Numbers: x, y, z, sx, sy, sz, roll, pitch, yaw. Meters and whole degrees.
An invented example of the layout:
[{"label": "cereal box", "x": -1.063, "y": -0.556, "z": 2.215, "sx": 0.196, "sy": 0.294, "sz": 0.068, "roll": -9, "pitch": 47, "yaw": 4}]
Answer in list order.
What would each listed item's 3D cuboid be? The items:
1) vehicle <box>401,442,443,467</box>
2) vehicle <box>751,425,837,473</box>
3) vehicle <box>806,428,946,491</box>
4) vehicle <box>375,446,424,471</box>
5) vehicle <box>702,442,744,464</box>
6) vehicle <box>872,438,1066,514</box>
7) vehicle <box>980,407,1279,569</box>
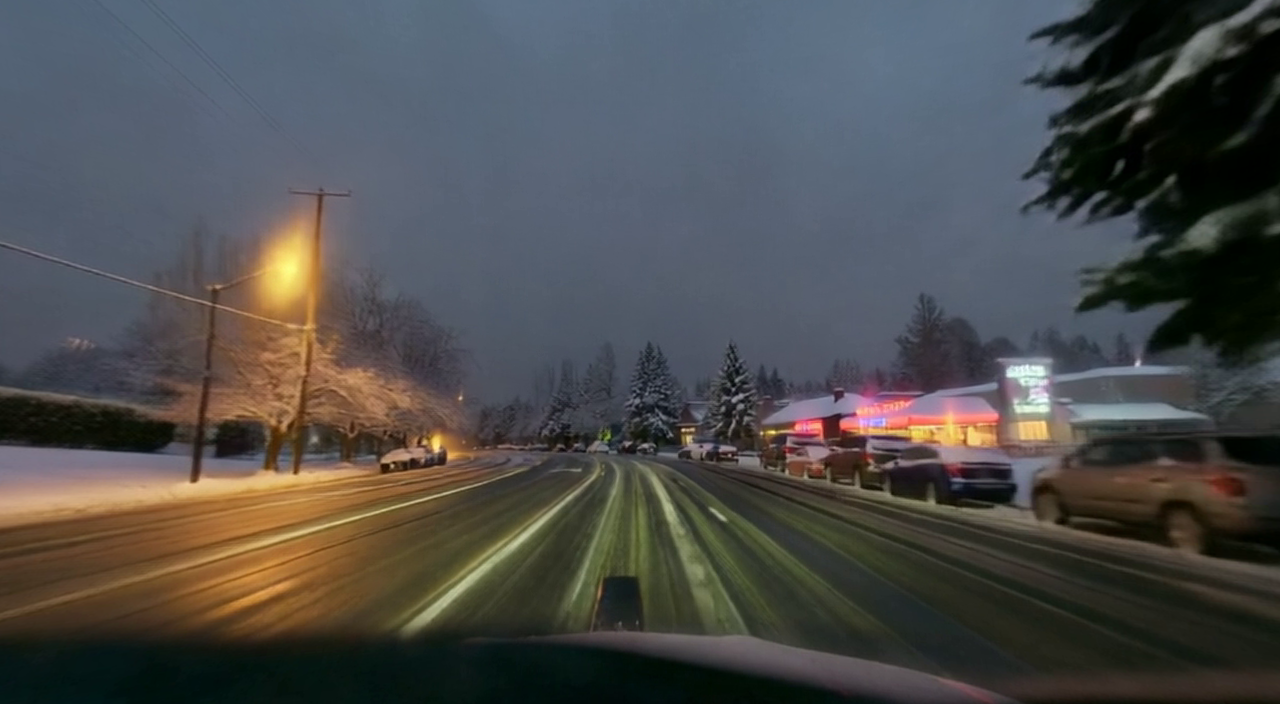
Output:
[{"label": "vehicle", "x": -15.940, "y": 7.488, "z": 46.327, "sx": 1.927, "sy": 1.748, "sz": 4.474, "roll": 1, "pitch": -9, "yaw": -7}, {"label": "vehicle", "x": 7.425, "y": 4.823, "z": 31.351, "sx": 2.543, "sy": 2.114, "sz": 5.984, "roll": 0, "pitch": -9, "yaw": -2}, {"label": "vehicle", "x": 7.515, "y": 3.495, "z": 20.854, "sx": 2.425, "sy": 1.818, "sz": 5.028, "roll": 0, "pitch": -9, "yaw": -3}, {"label": "vehicle", "x": -15.587, "y": 6.905, "z": 41.186, "sx": 2.027, "sy": 1.470, "sz": 4.550, "roll": 1, "pitch": -9, "yaw": -8}, {"label": "vehicle", "x": 6.030, "y": 7.407, "z": 46.509, "sx": 1.872, "sy": 1.515, "sz": 4.799, "roll": 1, "pitch": -9, "yaw": -8}, {"label": "vehicle", "x": 7.422, "y": 2.839, "z": 15.031, "sx": 1.870, "sy": 1.469, "sz": 5.136, "roll": 0, "pitch": -9, "yaw": 0}, {"label": "vehicle", "x": 7.599, "y": 1.821, "z": 9.313, "sx": 2.095, "sy": 1.693, "sz": 5.173, "roll": 0, "pitch": -9, "yaw": -2}]
